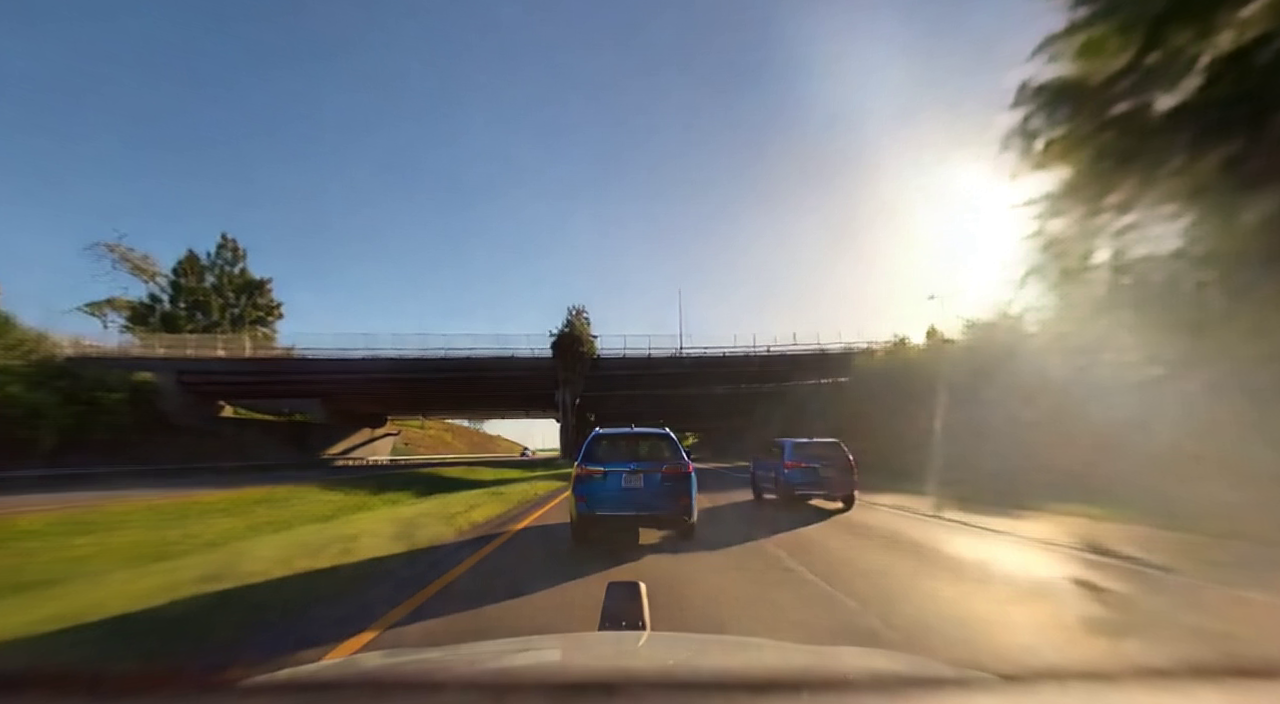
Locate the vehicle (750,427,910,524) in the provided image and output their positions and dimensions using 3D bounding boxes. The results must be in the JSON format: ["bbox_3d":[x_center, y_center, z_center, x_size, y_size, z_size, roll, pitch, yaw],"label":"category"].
[{"bbox_3d":[3.923,2.650,14.031,2.043,1.767,4.620,0,-9,-1],"label":"vehicle"}]

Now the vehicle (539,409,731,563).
[{"bbox_3d":[-0.069,1.929,9.669,2.288,1.823,4.059,0,-9,0],"label":"vehicle"}]
